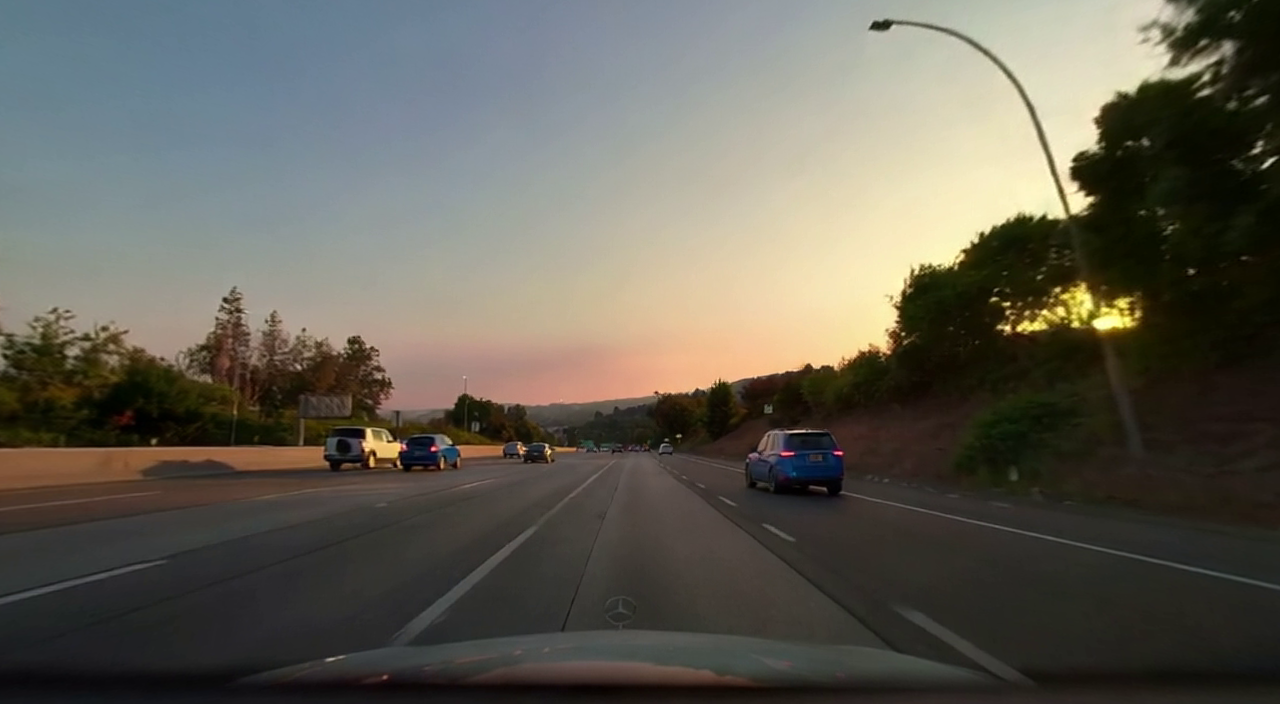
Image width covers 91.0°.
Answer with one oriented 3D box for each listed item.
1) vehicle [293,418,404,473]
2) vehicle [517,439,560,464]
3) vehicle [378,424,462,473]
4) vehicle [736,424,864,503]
[{"bbox_3d":[-14.788,4.835,32.522,2.647,2.508,6.337,0,-9,0],"label":"vehicle"},{"bbox_3d":[-7.581,7.471,47.522,2.503,1.775,4.763,0,-9,0],"label":"vehicle"},{"bbox_3d":[-10.921,4.880,31.792,2.261,2.230,5.435,0,-9,0],"label":"vehicle"},{"bbox_3d":[4.246,3.054,17.692,2.184,1.892,4.763,0,-9,-2],"label":"vehicle"}]
